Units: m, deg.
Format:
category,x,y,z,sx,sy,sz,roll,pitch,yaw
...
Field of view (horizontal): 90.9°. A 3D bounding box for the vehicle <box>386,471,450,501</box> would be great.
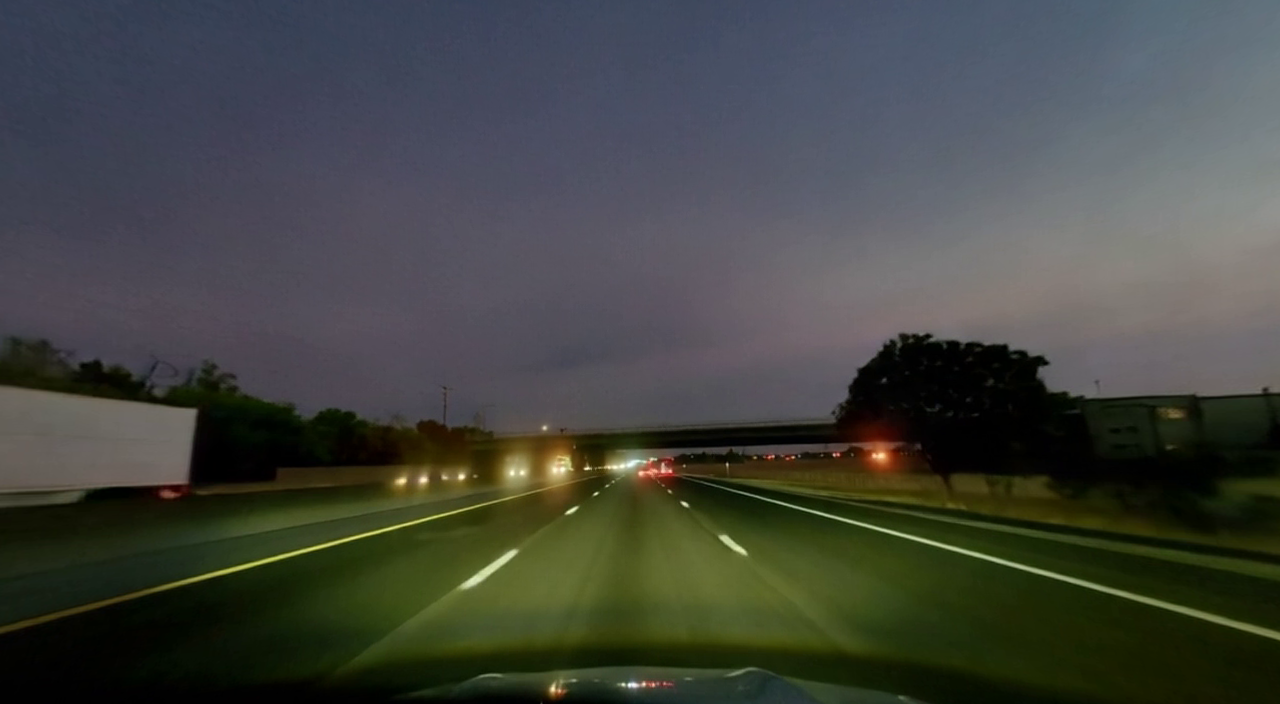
category,x,y,z,sx,sy,sz,roll,pitch,yaw
vehicle,-12.186,7.366,34.858,1.847,1.464,4.491,1,-10,1
